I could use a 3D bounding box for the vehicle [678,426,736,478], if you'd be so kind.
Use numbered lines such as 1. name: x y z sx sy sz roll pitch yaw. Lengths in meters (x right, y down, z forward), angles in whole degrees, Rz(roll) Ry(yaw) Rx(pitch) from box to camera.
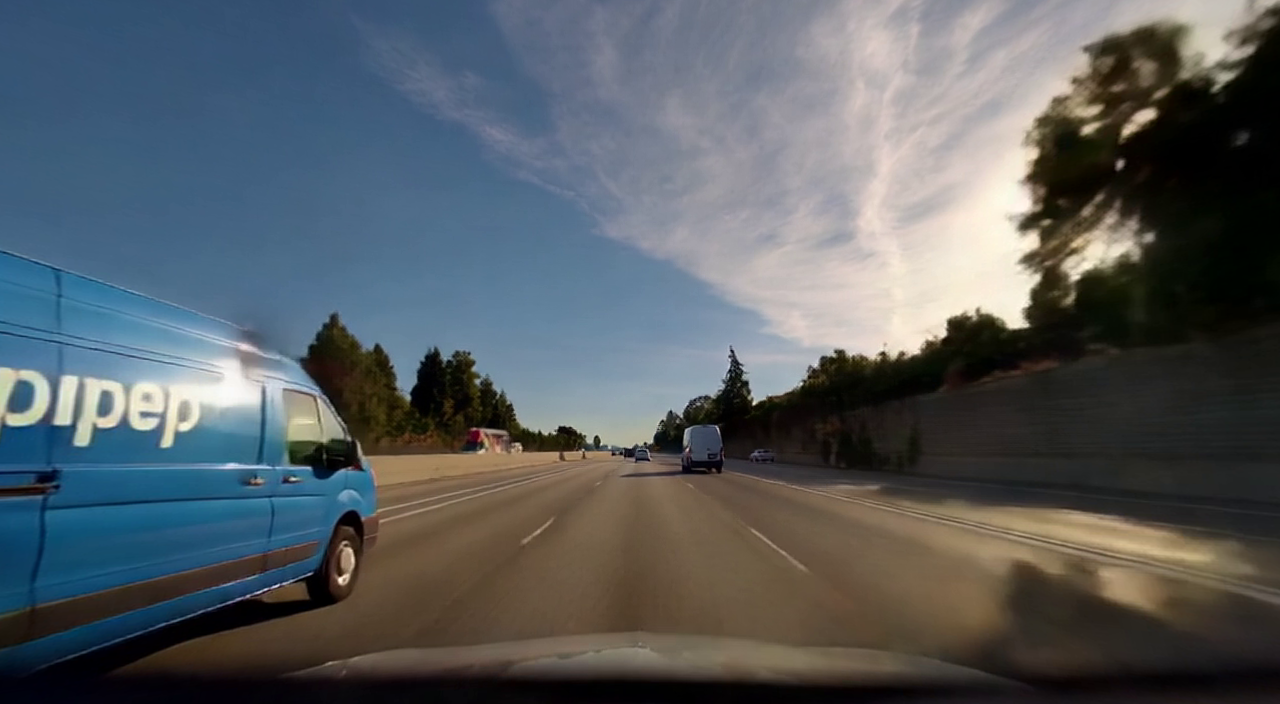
1. vehicle: 3.540 5.471 34.610 2.373 2.561 5.922 0 -9 -1

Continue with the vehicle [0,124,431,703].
1. vehicle: -3.546 0.663 3.720 2.409 2.523 6.275 0 -9 0
